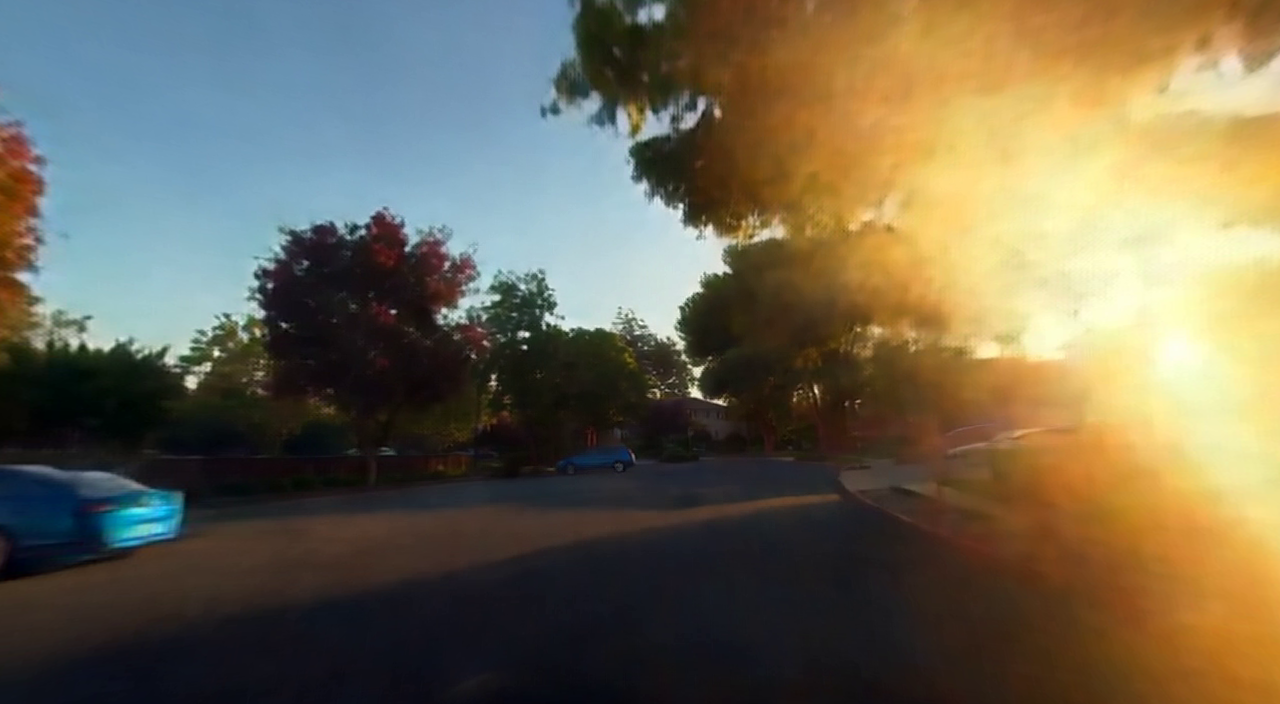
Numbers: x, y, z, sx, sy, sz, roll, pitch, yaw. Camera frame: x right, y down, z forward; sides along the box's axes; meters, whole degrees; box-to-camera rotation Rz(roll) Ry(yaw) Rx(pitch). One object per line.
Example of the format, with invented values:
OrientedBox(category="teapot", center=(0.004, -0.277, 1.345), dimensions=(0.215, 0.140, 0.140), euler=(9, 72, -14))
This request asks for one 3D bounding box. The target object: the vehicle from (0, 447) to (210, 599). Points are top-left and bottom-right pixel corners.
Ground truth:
OrientedBox(category="vehicle", center=(-8.004, 1.852, 7.328), dimensions=(4.653, 1.480, 1.871), euler=(0, -9, 2))

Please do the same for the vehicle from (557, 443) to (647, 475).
OrientedBox(category="vehicle", center=(-2.089, 5.956, 35.286), dimensions=(4.692, 1.660, 1.879), euler=(-2, -9, 13))
